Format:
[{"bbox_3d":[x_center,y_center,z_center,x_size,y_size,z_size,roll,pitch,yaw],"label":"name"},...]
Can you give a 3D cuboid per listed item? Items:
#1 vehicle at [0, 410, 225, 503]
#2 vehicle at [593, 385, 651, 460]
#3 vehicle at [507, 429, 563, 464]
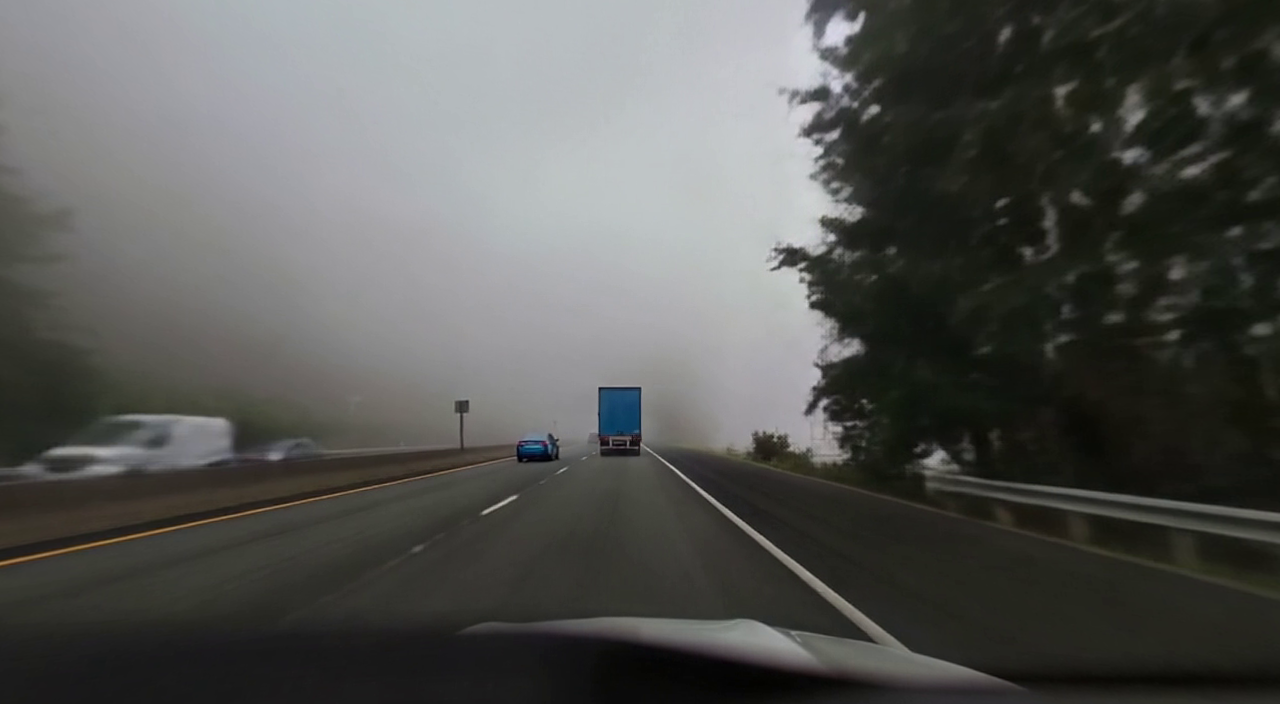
[{"bbox_3d":[-12.608,2.419,15.090,2.155,1.864,4.737,0,-8,-2],"label":"vehicle"},{"bbox_3d":[-1.091,4.277,37.301,2.955,3.851,9.915,0,-8,-2],"label":"vehicle"},{"bbox_3d":[-5.202,4.732,31.788,2.117,1.618,4.480,0,-8,0],"label":"vehicle"}]
